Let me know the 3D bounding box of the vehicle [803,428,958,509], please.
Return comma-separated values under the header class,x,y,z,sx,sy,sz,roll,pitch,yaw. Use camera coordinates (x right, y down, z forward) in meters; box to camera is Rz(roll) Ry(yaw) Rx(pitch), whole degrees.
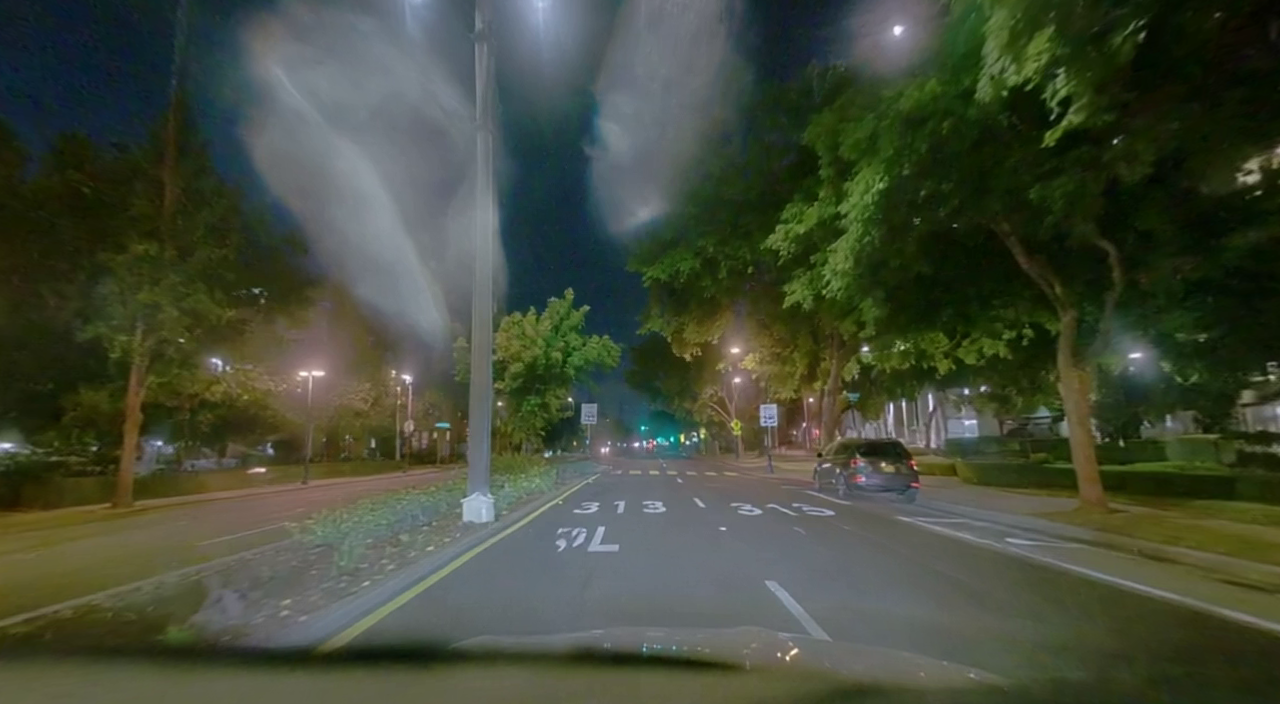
class,x,y,z,sx,sy,sz,roll,pitch,yaw
vehicle,6.156,3.032,17.024,2.104,1.826,5.301,0,-8,0
